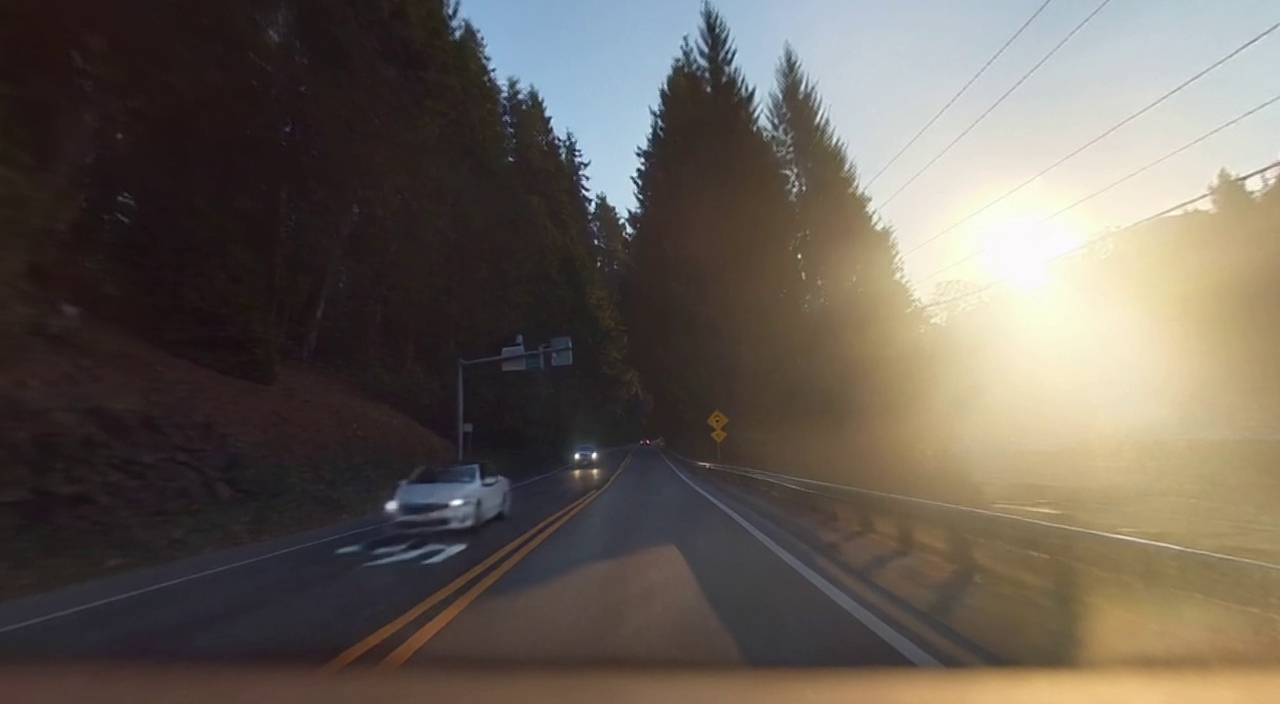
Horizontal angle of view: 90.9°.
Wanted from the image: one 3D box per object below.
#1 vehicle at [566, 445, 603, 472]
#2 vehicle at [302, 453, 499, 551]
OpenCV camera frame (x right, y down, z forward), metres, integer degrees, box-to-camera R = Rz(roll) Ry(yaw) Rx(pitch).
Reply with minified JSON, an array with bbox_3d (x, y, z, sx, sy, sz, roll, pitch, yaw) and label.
[{"bbox_3d":[-3.593,6.998,41.591,2.074,1.679,4.293,-1,-9,0],"label":"vehicle"},{"bbox_3d":[-4.097,2.605,11.611,2.002,1.420,3.948,-1,-9,1],"label":"vehicle"}]
